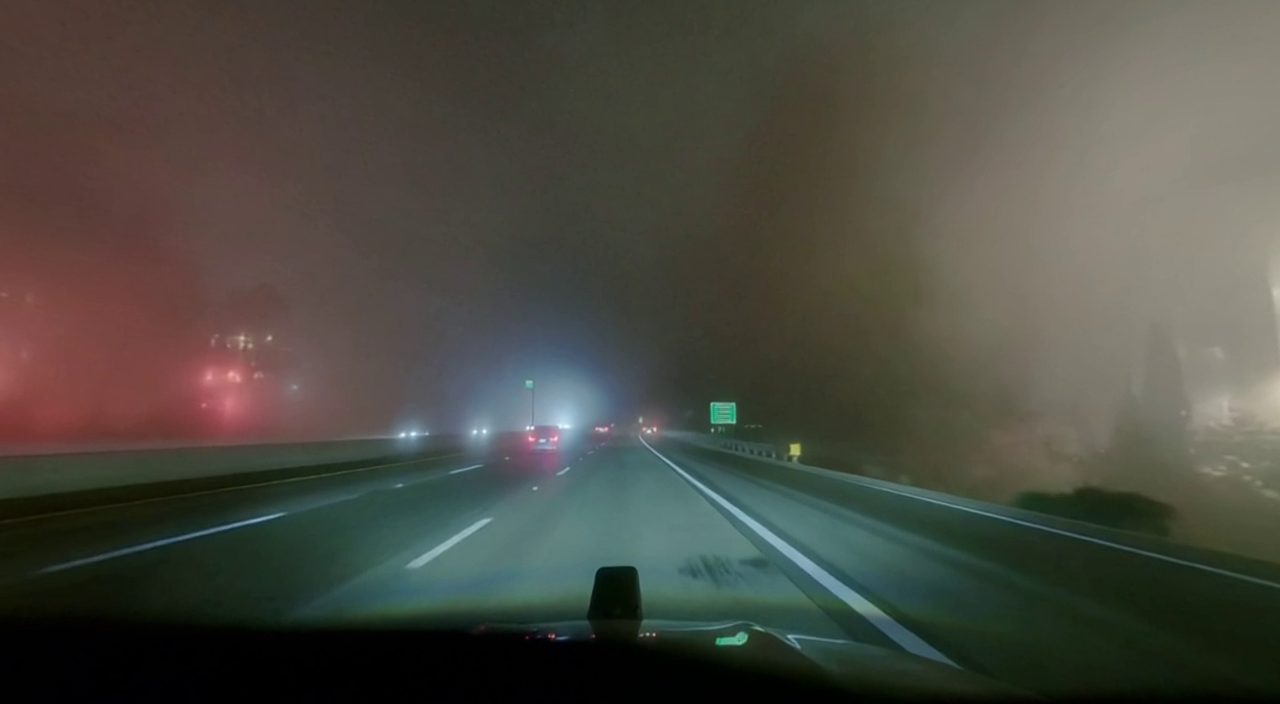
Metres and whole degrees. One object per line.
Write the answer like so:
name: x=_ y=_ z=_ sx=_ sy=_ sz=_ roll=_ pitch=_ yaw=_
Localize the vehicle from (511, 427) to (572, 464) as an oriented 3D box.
vehicle: x=-4.242 y=4.094 z=27.863 sx=1.996 sy=1.490 sz=4.571 roll=0 pitch=-8 yaw=-1
